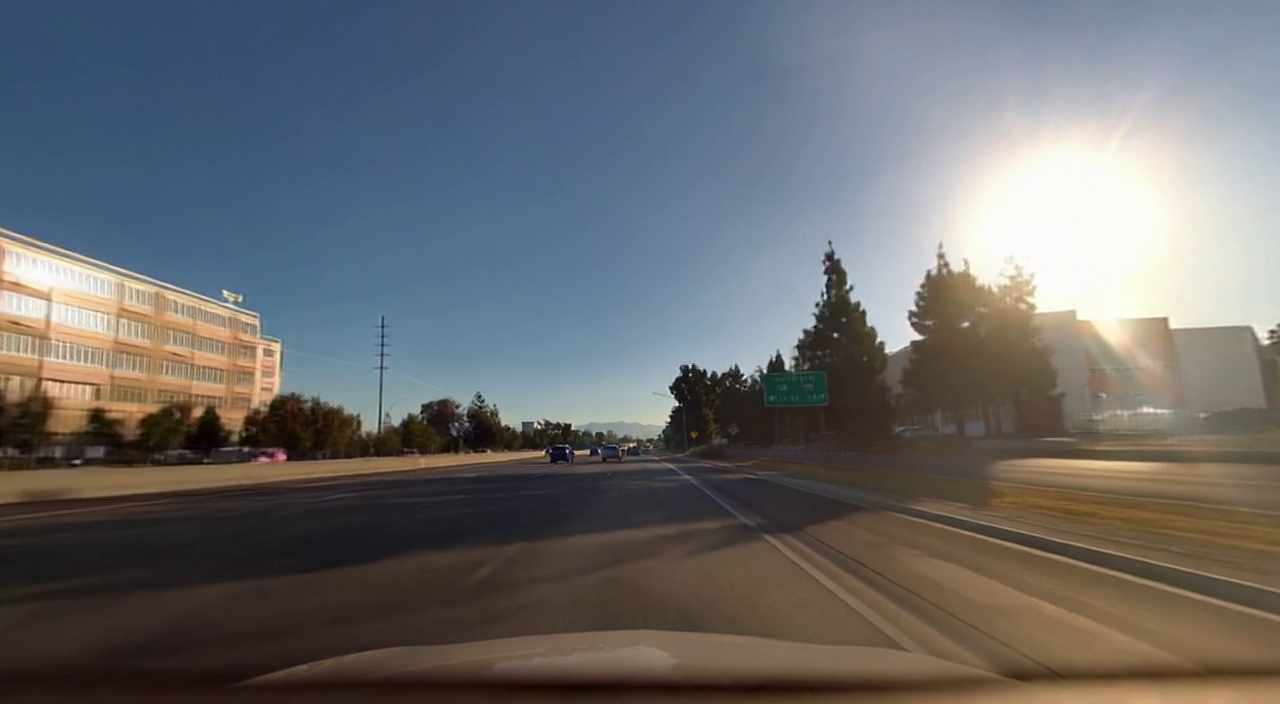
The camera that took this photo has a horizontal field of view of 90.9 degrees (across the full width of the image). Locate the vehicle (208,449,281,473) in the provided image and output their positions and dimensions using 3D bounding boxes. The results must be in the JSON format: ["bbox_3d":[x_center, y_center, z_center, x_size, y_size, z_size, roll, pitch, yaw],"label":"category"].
[{"bbox_3d":[-27.847,7.703,44.656,1.954,1.547,4.875,0,-8,1],"label":"vehicle"}]
